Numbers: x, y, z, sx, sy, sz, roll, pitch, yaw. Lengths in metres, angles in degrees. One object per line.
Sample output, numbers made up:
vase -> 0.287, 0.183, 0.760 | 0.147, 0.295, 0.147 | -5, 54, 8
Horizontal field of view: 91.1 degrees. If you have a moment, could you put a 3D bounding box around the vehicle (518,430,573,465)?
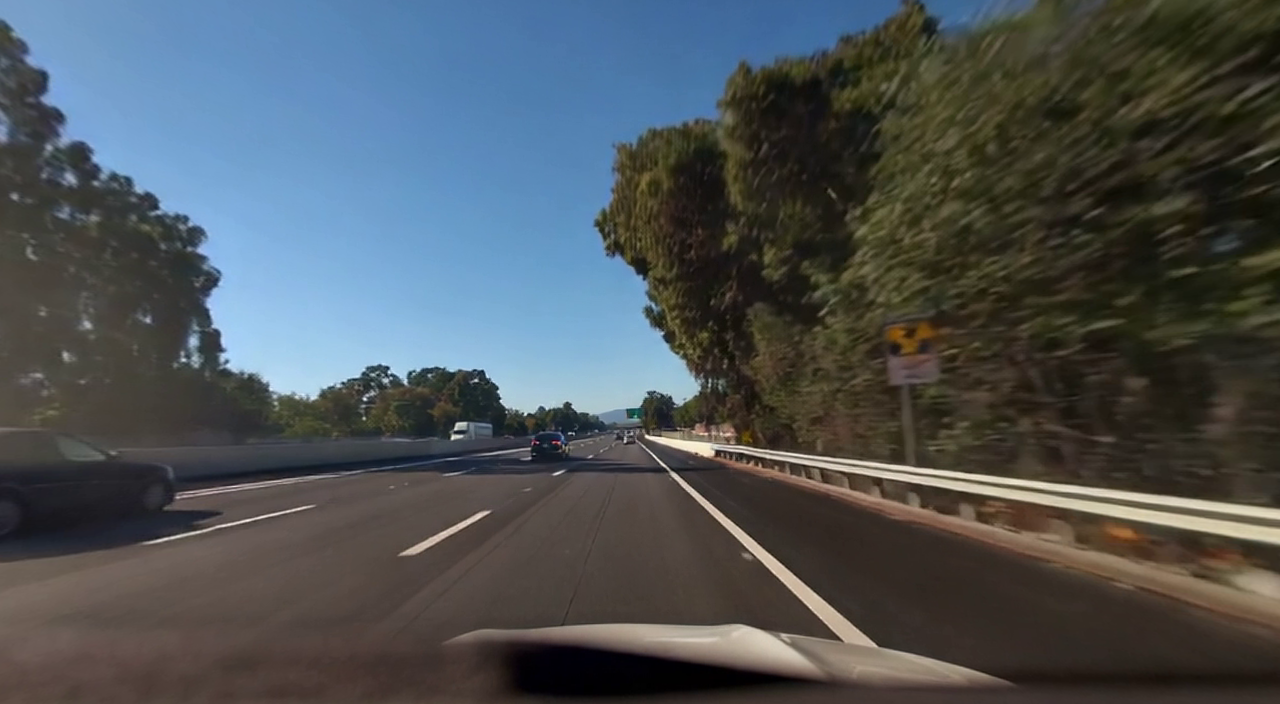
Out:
vehicle -> -4.552, 4.654, 30.935 | 2.064, 1.571, 4.225 | 0, -8, 0

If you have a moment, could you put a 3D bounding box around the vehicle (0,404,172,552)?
vehicle -> -8.200, 1.445, 7.331 | 2.113, 1.632, 4.409 | 0, -8, -1
